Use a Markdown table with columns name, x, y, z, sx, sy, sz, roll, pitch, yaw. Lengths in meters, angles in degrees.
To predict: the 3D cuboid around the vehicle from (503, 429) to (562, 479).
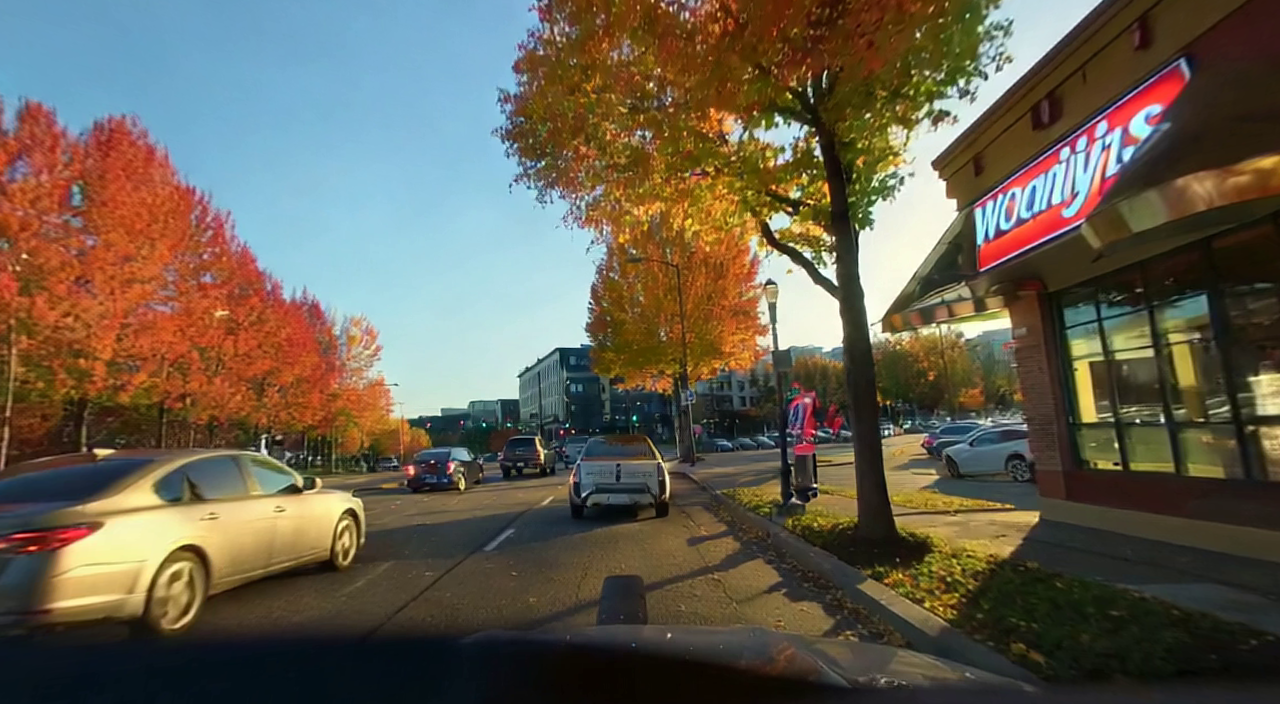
| name | x | y | z | sx | sy | sz | roll | pitch | yaw |
| --- | --- | --- | --- | --- | --- | --- | --- | --- | --- |
| vehicle | -4.718 | 4.557 | 28.188 | 2.082 | 2.018 | 4.308 | 1 | -9 | -3 |

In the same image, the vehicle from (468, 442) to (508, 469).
| name | x | y | z | sx | sy | sz | roll | pitch | yaw |
| --- | --- | --- | --- | --- | --- | --- | --- | --- | --- |
| vehicle | -10.180 | 6.955 | 42.435 | 2.069 | 1.719 | 4.441 | 2 | -9 | -7 |

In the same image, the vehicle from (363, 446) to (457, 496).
| name | x | y | z | sx | sy | sz | roll | pitch | yaw |
| --- | --- | --- | --- | --- | --- | --- | --- | --- | --- |
| vehicle | -8.183 | 4.236 | 22.850 | 1.932 | 1.596 | 4.247 | 1 | -9 | -3 |

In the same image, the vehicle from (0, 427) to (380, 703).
| name | x | y | z | sx | sy | sz | roll | pitch | yaw |
| --- | --- | --- | --- | --- | --- | --- | --- | --- | --- |
| vehicle | -4.244 | 1.499 | 5.481 | 1.974 | 1.549 | 4.603 | 0 | -9 | 0 |

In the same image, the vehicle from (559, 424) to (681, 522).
| name | x | y | z | sx | sy | sz | roll | pitch | yaw |
| --- | --- | --- | --- | --- | --- | --- | --- | --- | --- |
| vehicle | -0.413 | 2.444 | 13.209 | 2.144 | 1.704 | 4.028 | 1 | -9 | -2 |
